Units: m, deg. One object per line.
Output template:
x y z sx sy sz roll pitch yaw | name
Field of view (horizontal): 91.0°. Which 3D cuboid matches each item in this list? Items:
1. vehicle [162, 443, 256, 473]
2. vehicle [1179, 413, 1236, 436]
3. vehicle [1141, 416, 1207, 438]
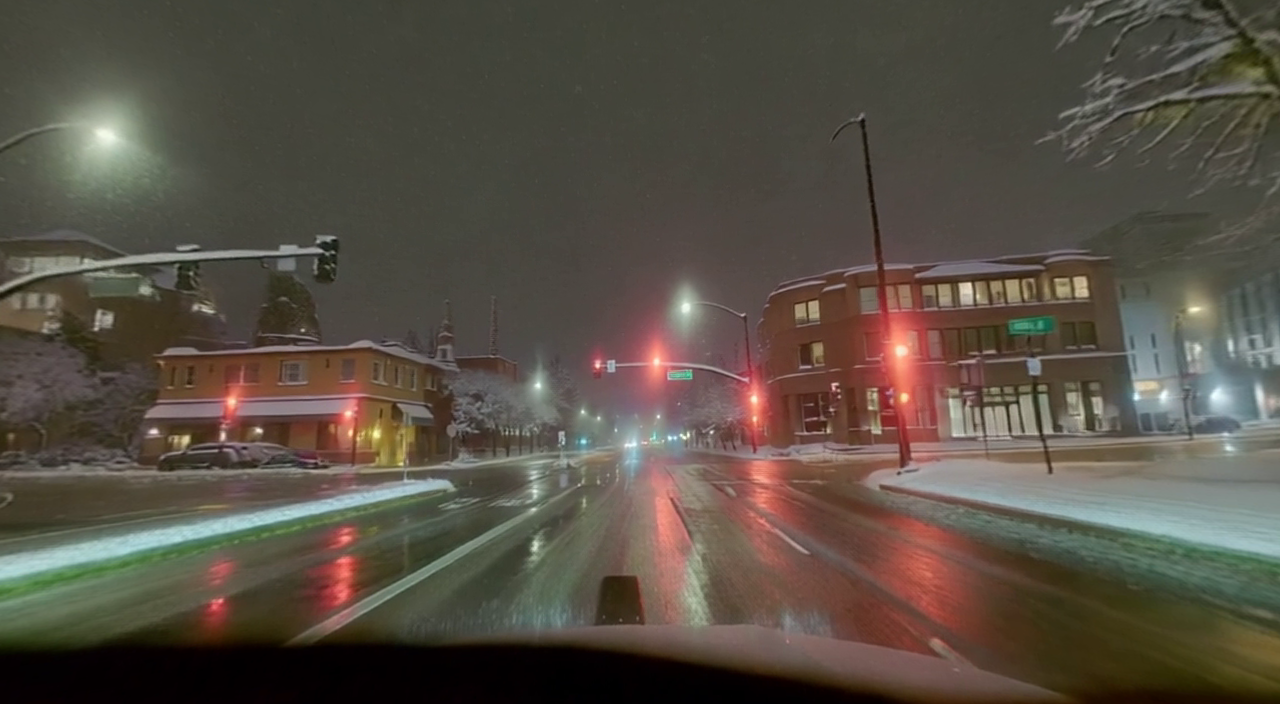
-27.960 6.897 40.999 4.603 1.666 1.972 -2 -8 -5 | vehicle
44.913 5.737 49.821 4.339 1.675 1.812 5 -10 -27 | vehicle
39.832 5.627 46.942 4.189 1.561 1.947 4 -10 -23 | vehicle
